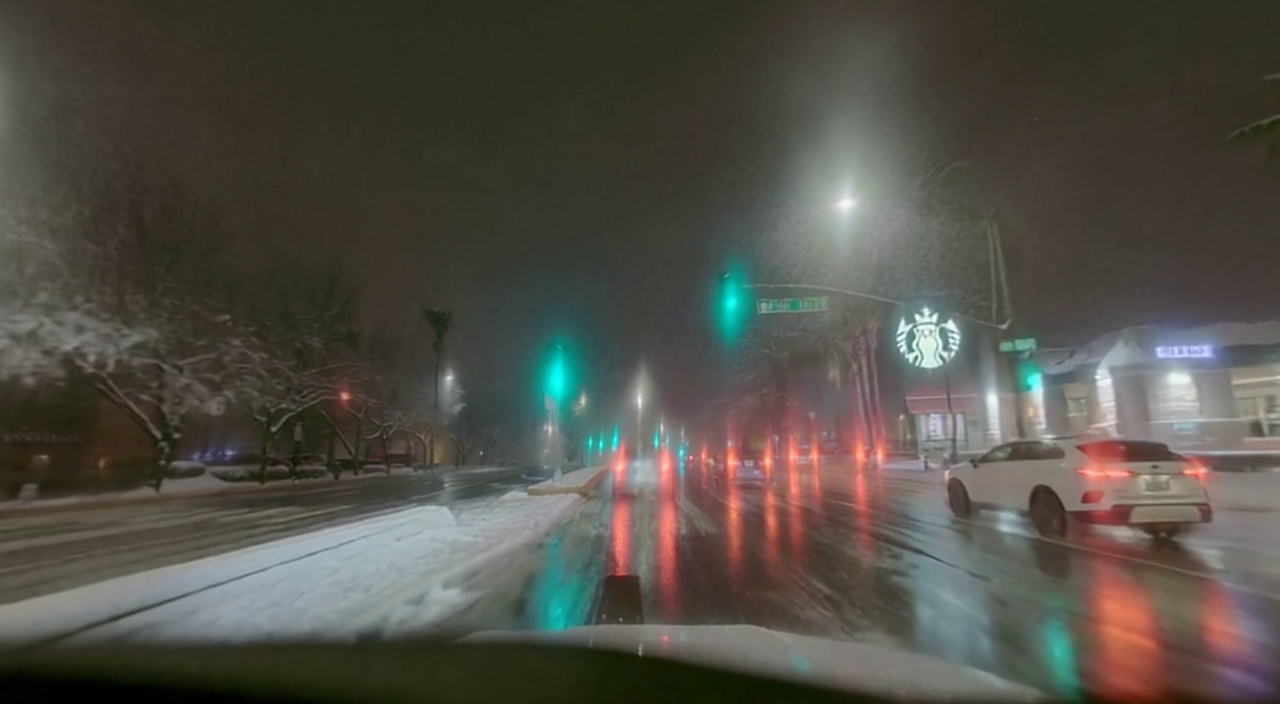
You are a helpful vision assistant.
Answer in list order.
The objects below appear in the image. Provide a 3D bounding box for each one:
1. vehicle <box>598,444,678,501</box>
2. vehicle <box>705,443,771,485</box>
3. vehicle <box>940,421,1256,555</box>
[{"bbox_3d":[-0.061,3.468,18.619,2.110,1.487,3.873,0,-8,0],"label":"vehicle"},{"bbox_3d":[3.887,4.508,25.708,1.892,1.532,4.177,0,-8,-1],"label":"vehicle"},{"bbox_3d":[6.849,2.043,10.174,1.940,1.674,4.085,0,-8,-1],"label":"vehicle"}]
